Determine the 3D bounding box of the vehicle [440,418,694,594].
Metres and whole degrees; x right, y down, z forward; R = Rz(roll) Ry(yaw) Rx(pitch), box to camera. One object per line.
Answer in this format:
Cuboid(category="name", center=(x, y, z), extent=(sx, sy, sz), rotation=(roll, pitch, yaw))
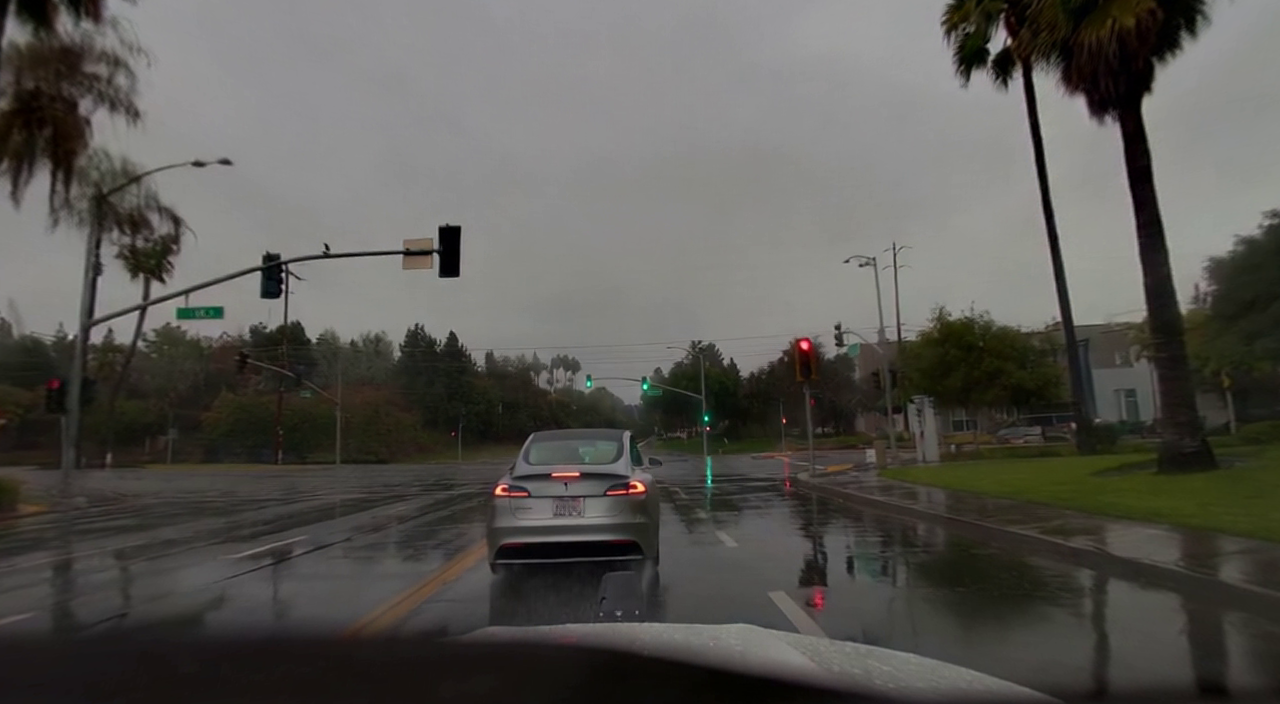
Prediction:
Cuboid(category="vehicle", center=(-0.631, 1.624, 7.572), extent=(2.152, 1.478, 4.229), rotation=(0, -8, 0))
